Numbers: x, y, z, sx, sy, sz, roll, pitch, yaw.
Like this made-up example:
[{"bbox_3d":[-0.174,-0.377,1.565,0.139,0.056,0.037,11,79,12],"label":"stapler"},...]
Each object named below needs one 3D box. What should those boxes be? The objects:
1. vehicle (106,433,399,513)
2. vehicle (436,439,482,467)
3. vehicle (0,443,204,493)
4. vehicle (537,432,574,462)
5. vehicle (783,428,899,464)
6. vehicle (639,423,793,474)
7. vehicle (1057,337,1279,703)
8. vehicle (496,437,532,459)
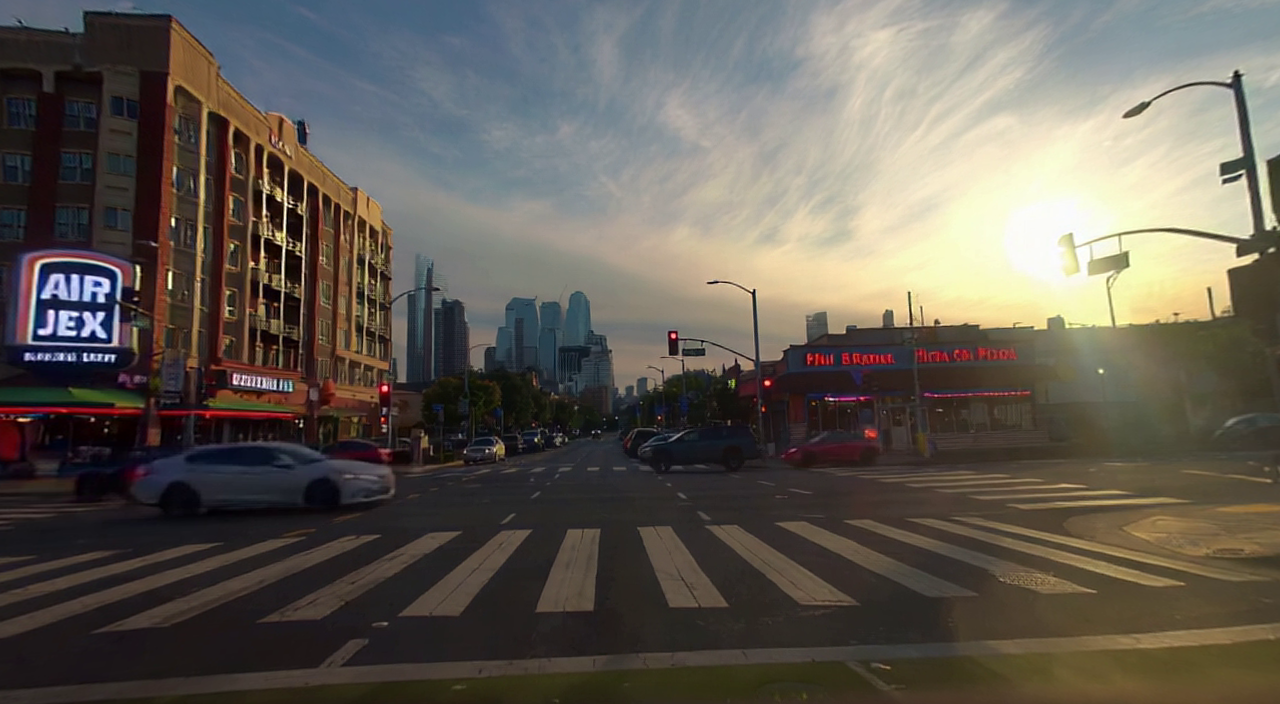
[{"bbox_3d":[-7.745,2.450,13.125,4.758,1.480,1.849,1,-8,-8],"label":"vehicle"},{"bbox_3d":[-10.893,6.094,38.249,1.885,1.545,4.124,1,-8,-6],"label":"vehicle"},{"bbox_3d":[-17.113,3.680,20.344,4.643,1.476,1.820,1,-9,-8],"label":"vehicle"},{"bbox_3d":[-5.100,5.802,38.633,1.976,1.683,4.117,0,-8,-4],"label":"vehicle"},{"bbox_3d":[8.695,4.081,27.479,4.475,1.458,1.681,1,-9,-8],"label":"vehicle"},{"bbox_3d":[2.380,3.110,20.497,4.612,1.521,1.811,1,-9,-9],"label":"vehicle"},{"bbox_3d":[3.025,0.609,0.870,1.866,1.654,4.354,0,-8,-1],"label":"vehicle"},{"bbox_3d":[-8.624,6.624,43.529,1.906,1.402,4.904,0,-8,-5],"label":"vehicle"}]
